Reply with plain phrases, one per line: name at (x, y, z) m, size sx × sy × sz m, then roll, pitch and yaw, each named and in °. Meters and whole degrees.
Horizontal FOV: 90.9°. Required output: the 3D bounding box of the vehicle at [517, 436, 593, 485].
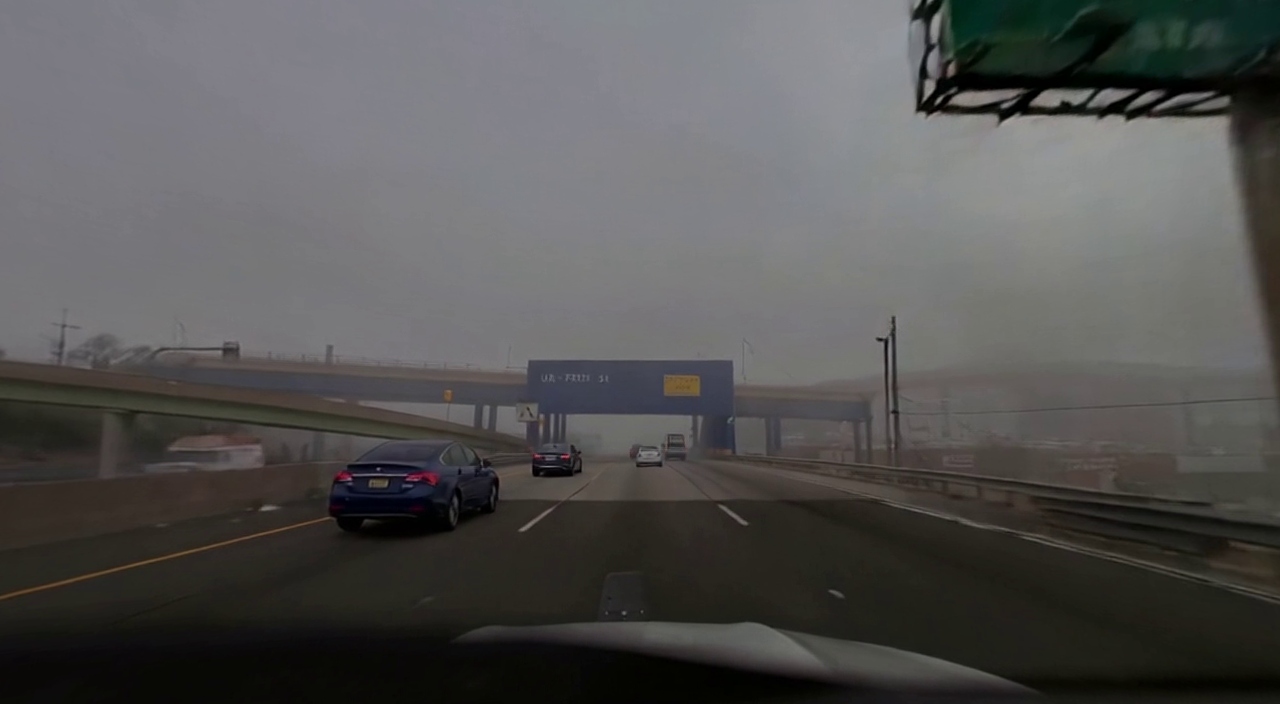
vehicle at (-2.976, 3.905, 22.986) m, size 2.064 × 1.589 × 4.213 m, roll 0°, pitch -8°, yaw 1°

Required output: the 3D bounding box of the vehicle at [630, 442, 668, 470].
vehicle at (0.428, 5.474, 33.375) m, size 1.877 × 1.386 × 3.872 m, roll 0°, pitch -8°, yaw 0°

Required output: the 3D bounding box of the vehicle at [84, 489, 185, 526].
vehicle at (-31.763, 9.769, 39.877) m, size 2.418 × 1.805 × 4.794 m, roll 0°, pitch -8°, yaw 0°

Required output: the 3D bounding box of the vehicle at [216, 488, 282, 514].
vehicle at (-27.670, 10.550, 44.753) m, size 2.065 × 1.542 × 3.937 m, roll -1°, pitch -9°, yaw 2°
